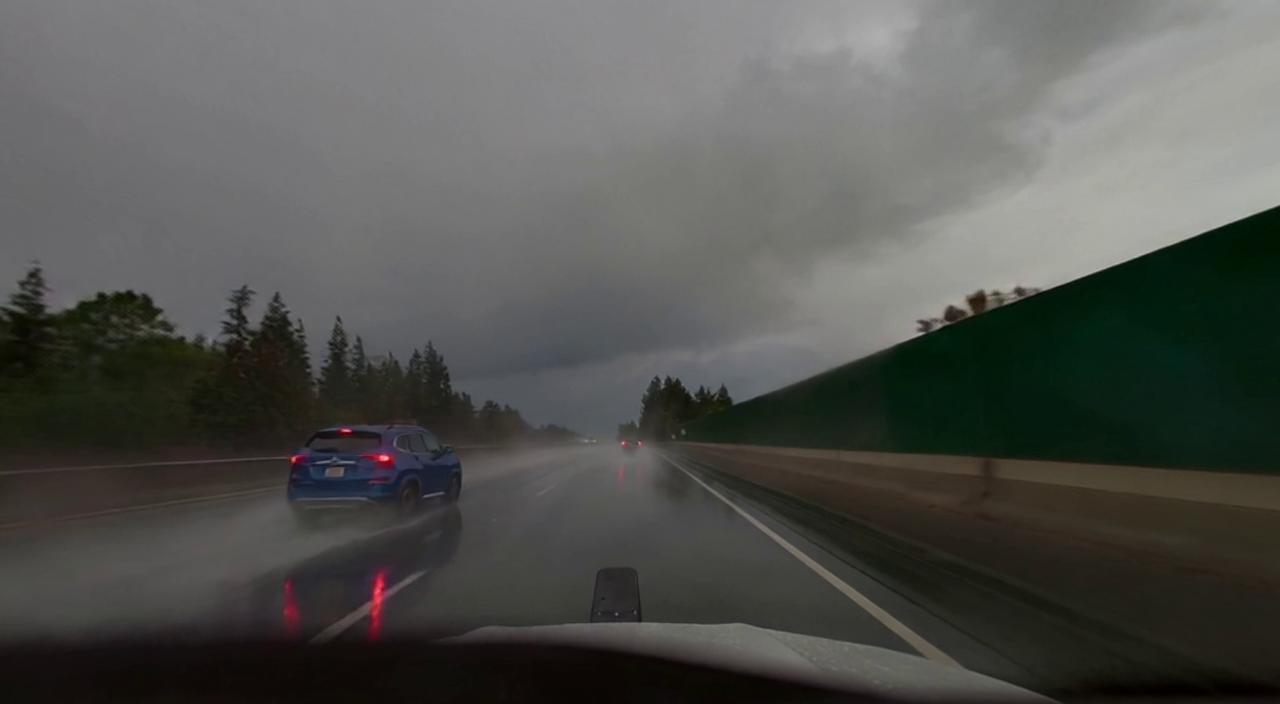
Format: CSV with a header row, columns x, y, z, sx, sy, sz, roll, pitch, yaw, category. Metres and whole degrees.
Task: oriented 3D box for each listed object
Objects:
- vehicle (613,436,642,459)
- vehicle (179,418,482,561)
x,y,z,sx,sy,sz,roll,pitch,yaw,category
-0.809,6.220,41.280,1.836,1.450,3.519,0,-8,-1,vehicle
-3.992,1.825,9.335,2.072,1.545,4.767,0,-8,0,vehicle
